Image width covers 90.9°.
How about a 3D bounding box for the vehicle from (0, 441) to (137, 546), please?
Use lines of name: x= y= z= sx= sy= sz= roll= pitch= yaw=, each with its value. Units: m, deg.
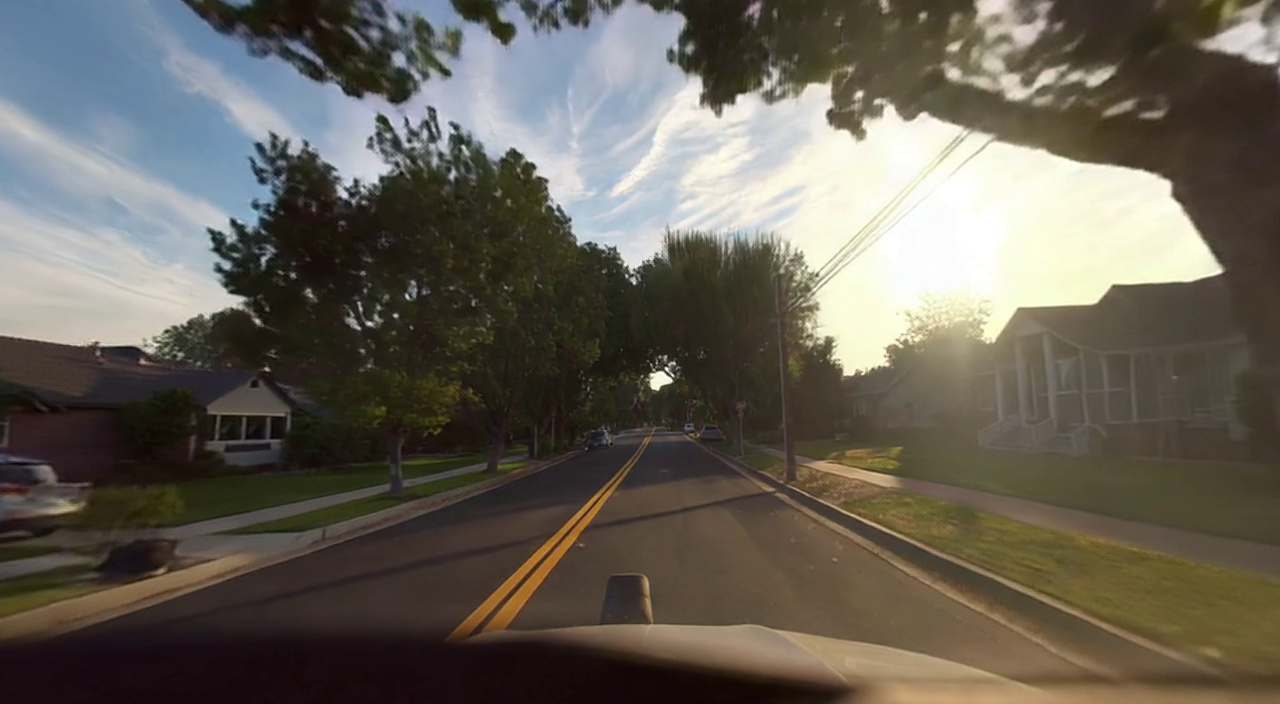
vehicle: x=-11.198 y=2.170 z=10.105 sx=4.659 sy=1.464 sz=1.930 roll=0 pitch=-8 yaw=3
